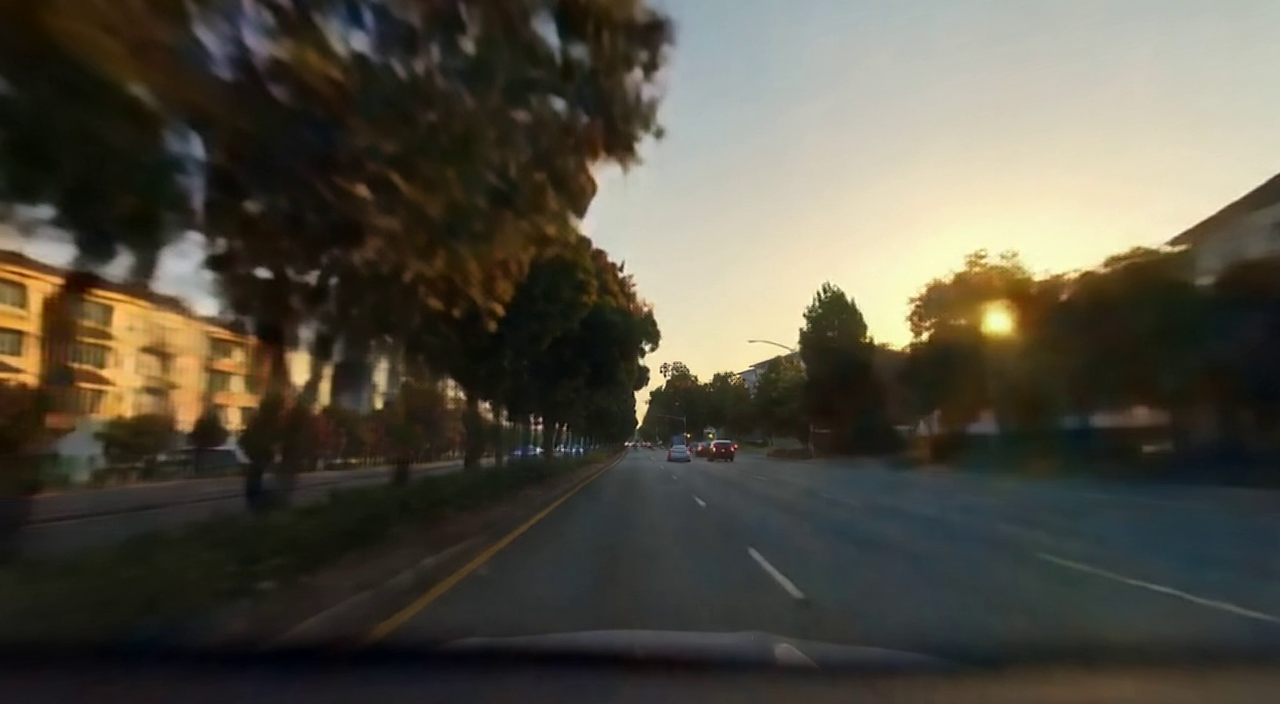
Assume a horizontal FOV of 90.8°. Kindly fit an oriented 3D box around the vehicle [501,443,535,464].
[{"bbox_3d":[-9.552,7.954,49.893,1.843,1.564,4.811,0,-8,-1],"label":"vehicle"}]

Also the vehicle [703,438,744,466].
[{"bbox_3d":[5.632,6.796,43.046,1.946,1.773,4.641,1,-8,-2],"label":"vehicle"}]

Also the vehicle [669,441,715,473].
[{"bbox_3d":[2.637,5.467,33.056,1.917,1.538,4.259,1,-8,-2],"label":"vehicle"}]
